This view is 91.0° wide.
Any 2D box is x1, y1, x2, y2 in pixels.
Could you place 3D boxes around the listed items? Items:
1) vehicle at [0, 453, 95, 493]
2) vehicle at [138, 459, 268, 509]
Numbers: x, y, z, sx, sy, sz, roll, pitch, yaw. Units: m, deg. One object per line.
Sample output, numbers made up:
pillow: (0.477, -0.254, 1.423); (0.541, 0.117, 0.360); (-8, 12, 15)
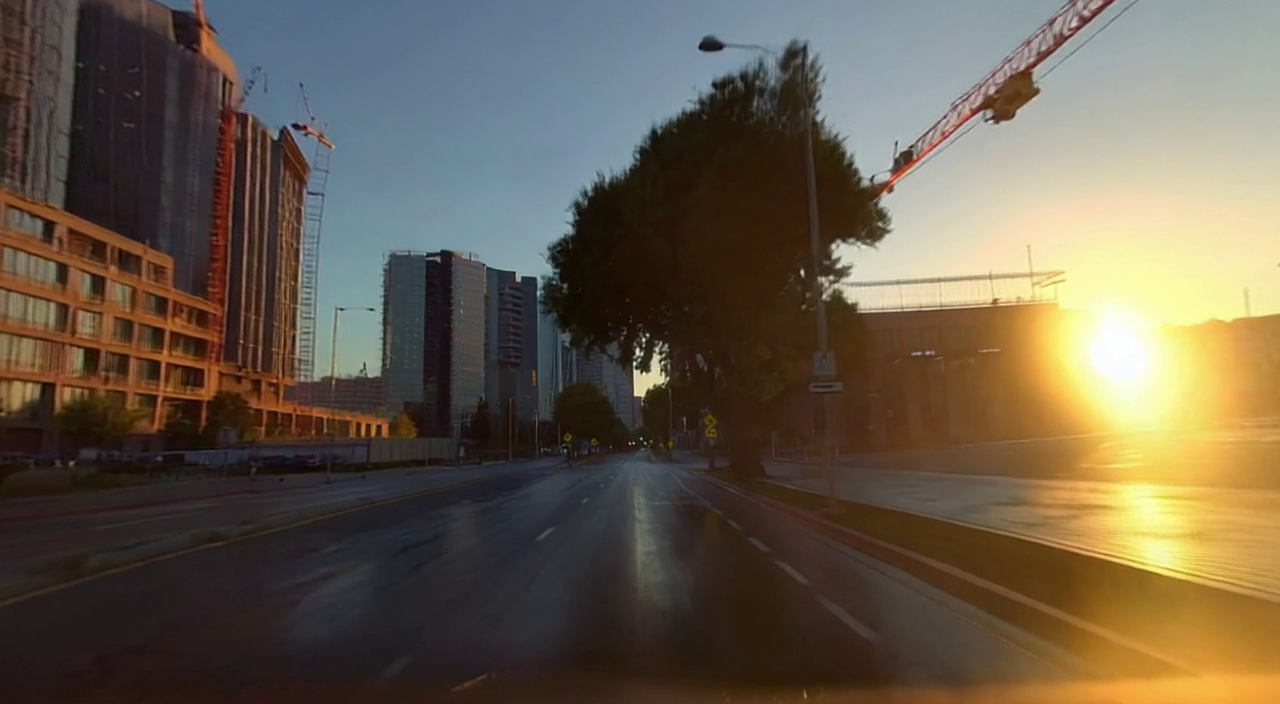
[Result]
vehicle: (-25.083, 4.932, 25.695); (3.850, 1.453, 1.895); (-1, -8, -1)
vehicle: (-17.023, 5.123, 24.888); (1.921, 1.541, 4.541); (-2, -8, 0)
